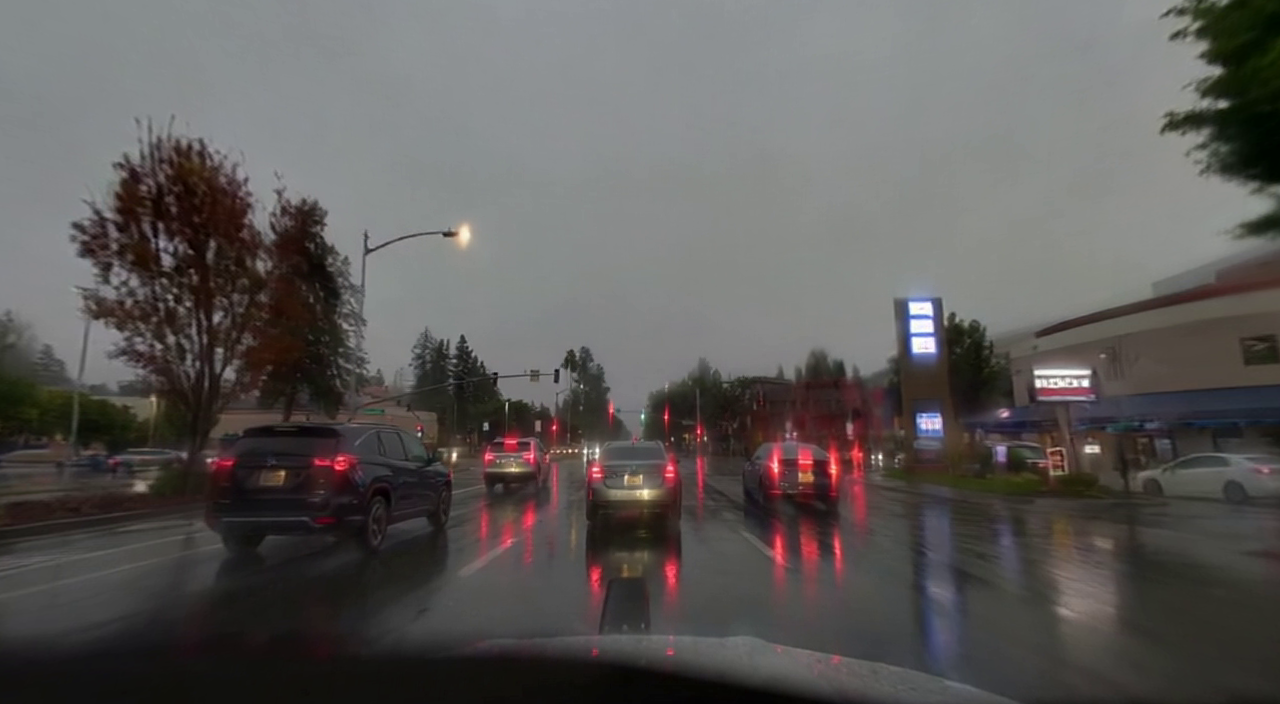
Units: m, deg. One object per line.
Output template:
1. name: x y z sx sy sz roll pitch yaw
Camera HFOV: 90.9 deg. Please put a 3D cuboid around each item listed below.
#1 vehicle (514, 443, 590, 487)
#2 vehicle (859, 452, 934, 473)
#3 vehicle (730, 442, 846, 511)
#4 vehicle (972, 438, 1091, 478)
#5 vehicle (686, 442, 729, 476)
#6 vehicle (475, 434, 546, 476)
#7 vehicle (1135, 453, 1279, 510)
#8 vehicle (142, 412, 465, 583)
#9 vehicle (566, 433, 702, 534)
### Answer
1. vehicle: -3.198 4.212 23.802 2.126 1.490 4.265 0 -8 2
2. vehicle: 19.217 8.317 47.437 4.795 1.457 1.986 0 -8 4
3. vehicle: 3.538 3.041 15.920 1.979 1.485 4.207 0 -8 1
4. vehicle: 17.934 4.840 29.070 1.907 1.669 4.147 5 -10 -28
5. vehicle: 3.556 5.697 33.808 1.848 1.665 3.747 0 -8 0
6. vehicle: -6.764 5.475 33.704 2.321 2.013 5.640 0 -8 3
7. vehicle: 17.268 3.707 18.523 1.860 1.408 4.631 0 -8 4
8. vehicle: -3.930 1.750 8.354 1.983 1.685 3.997 0 -8 1
9. vehicle: -0.096 2.368 11.973 2.121 1.563 4.031 0 -8 0
